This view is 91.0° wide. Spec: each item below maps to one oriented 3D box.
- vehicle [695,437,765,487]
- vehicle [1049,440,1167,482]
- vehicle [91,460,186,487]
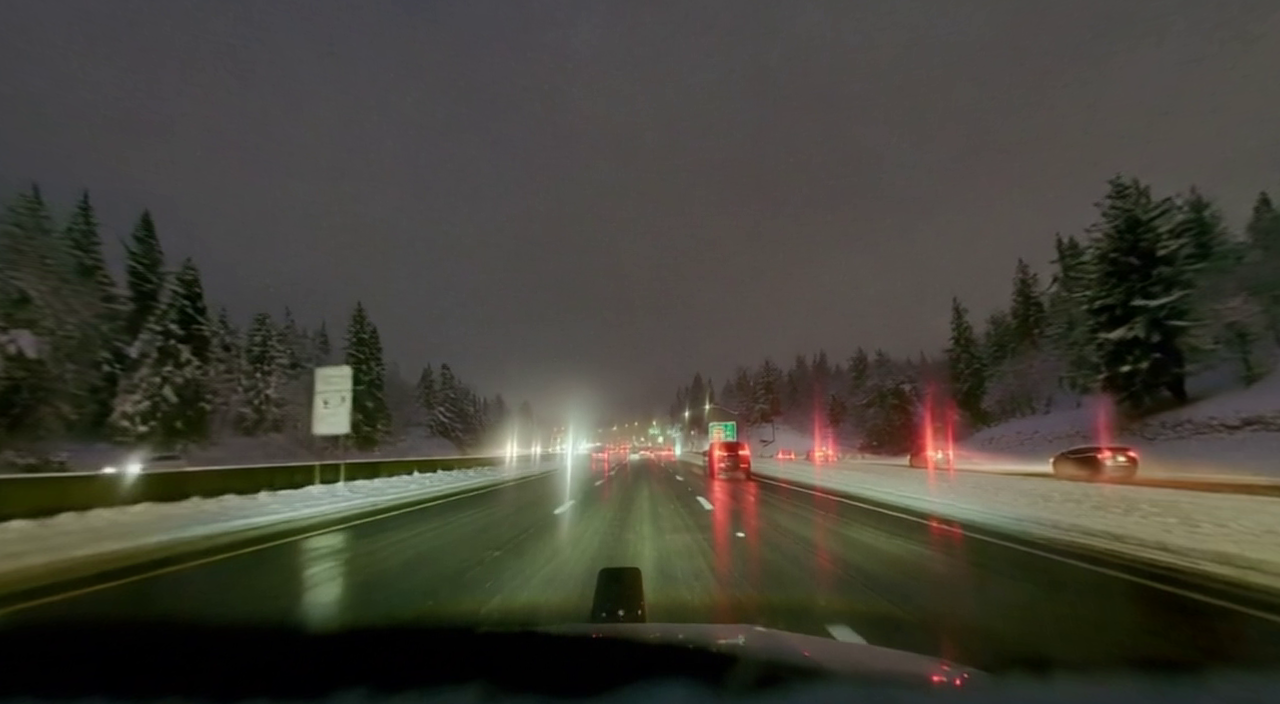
[{"bbox_3d":[3.440,4.306,24.961,2.147,1.794,4.538,0,-9,0],"label":"vehicle"},{"bbox_3d":[21.852,5.094,29.703,2.116,1.754,4.727,0,-9,4],"label":"vehicle"},{"bbox_3d":[-31.361,7.581,39.586,1.992,1.512,4.808,0,-9,1],"label":"vehicle"}]
